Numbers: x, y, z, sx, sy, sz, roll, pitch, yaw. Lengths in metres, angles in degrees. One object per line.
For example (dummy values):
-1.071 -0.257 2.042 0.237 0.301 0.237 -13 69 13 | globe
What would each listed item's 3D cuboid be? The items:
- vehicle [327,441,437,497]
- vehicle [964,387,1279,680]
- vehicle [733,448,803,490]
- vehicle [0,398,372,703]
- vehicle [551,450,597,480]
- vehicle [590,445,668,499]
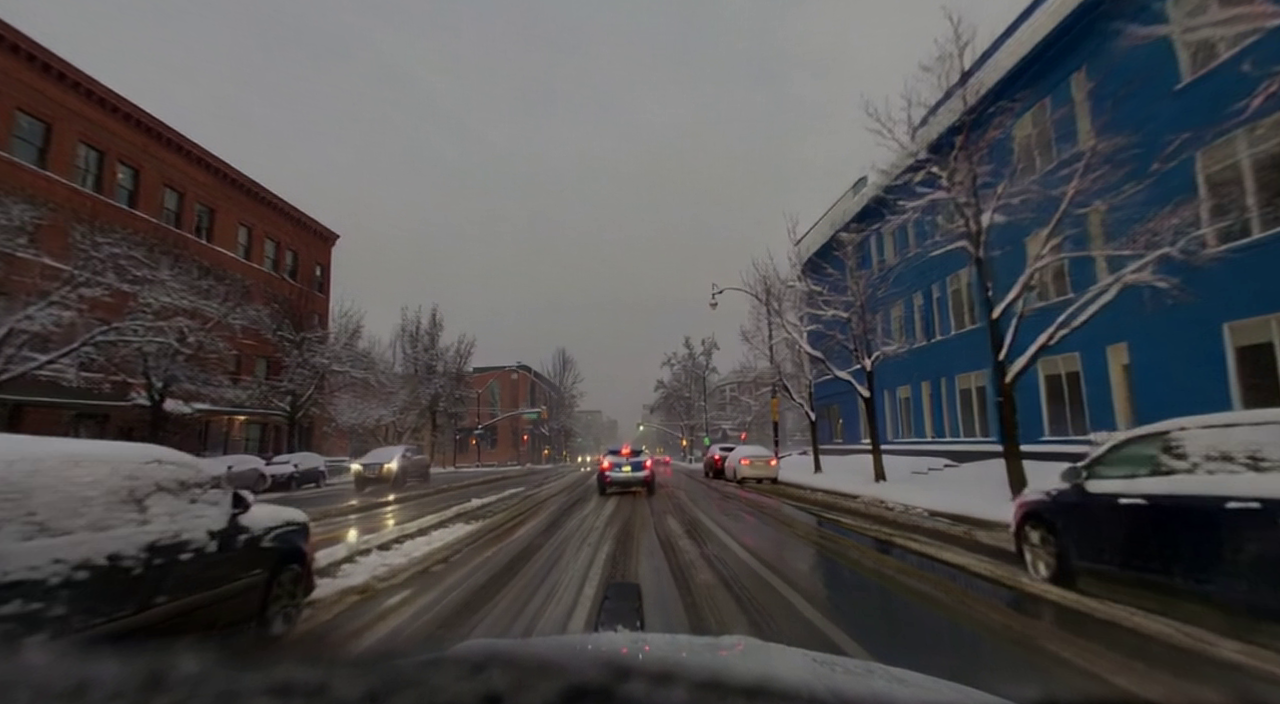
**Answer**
-9.625 4.367 24.012 2.152 1.890 4.804 0 -9 0 | vehicle
4.855 1.232 4.704 2.123 1.736 4.795 1 -9 -3 | vehicle
4.967 4.579 25.043 1.832 1.491 4.054 1 -9 -2 | vehicle
-3.437 1.082 3.277 1.934 1.548 4.635 0 -9 1 | vehicle
-3.575 6.209 34.915 1.972 1.560 4.066 0 -9 2 | vehicle
-0.330 3.761 20.193 2.230 1.518 4.113 0 -9 -1 | vehicle
